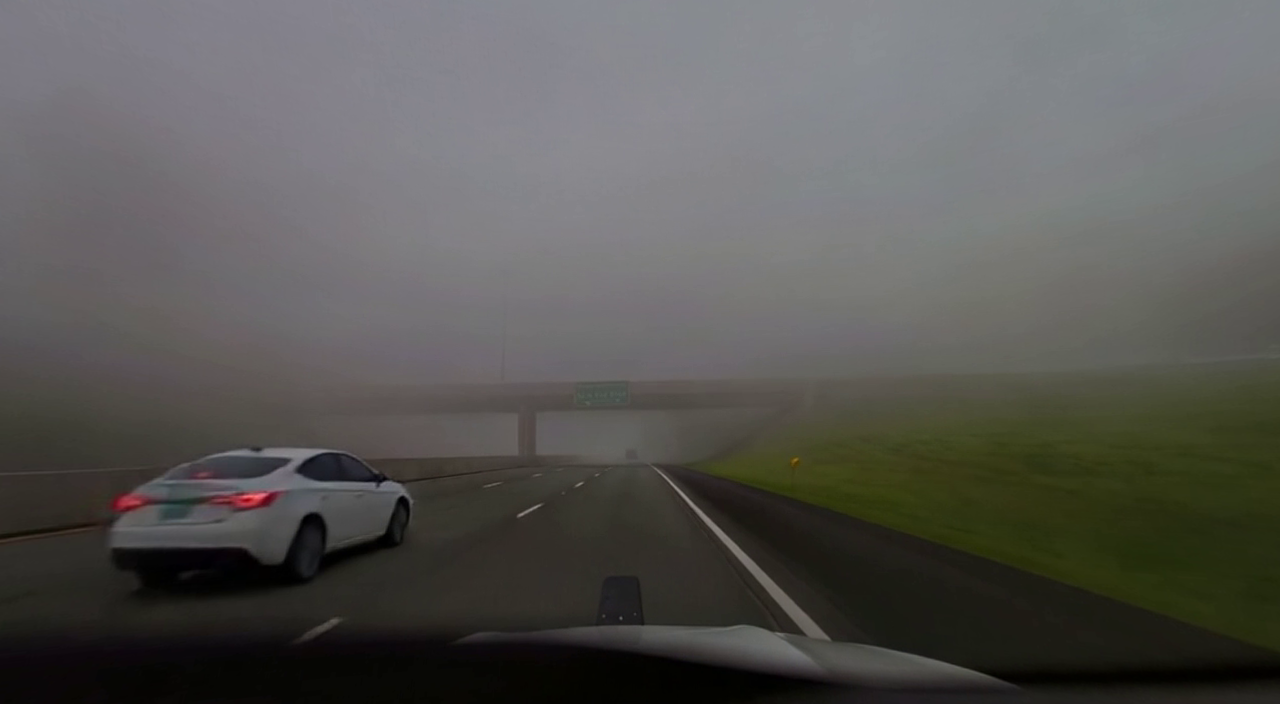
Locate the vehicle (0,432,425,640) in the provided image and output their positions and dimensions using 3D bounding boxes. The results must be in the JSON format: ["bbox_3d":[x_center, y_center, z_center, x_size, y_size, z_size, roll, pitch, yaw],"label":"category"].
[{"bbox_3d":[-4.043,1.675,6.750,1.992,1.504,4.117,0,-9,0],"label":"vehicle"}]
